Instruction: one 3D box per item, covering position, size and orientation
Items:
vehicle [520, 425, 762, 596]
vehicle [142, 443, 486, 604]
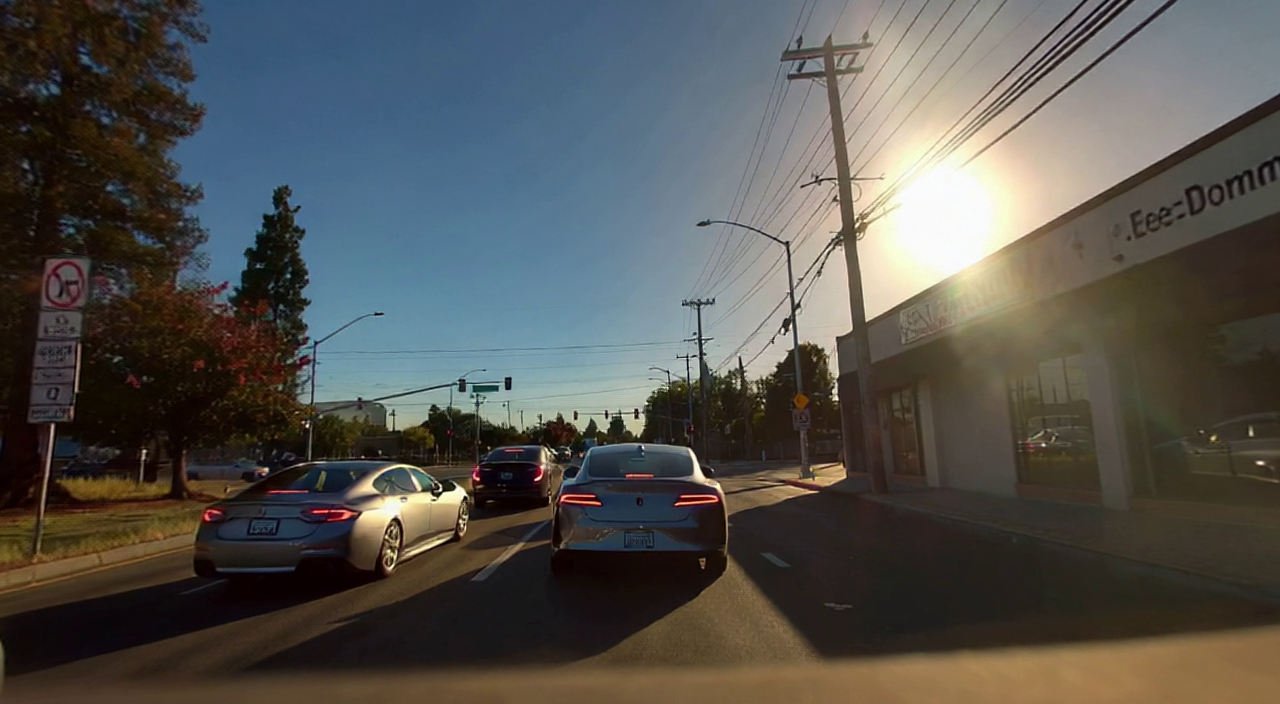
[{"bbox_3d":[-0.004,1.678,7.535,2.101,1.469,3.955,0,-9,0],"label":"vehicle"},{"bbox_3d":[-3.228,1.735,7.322,1.765,1.319,4.013,0,-9,2],"label":"vehicle"}]
